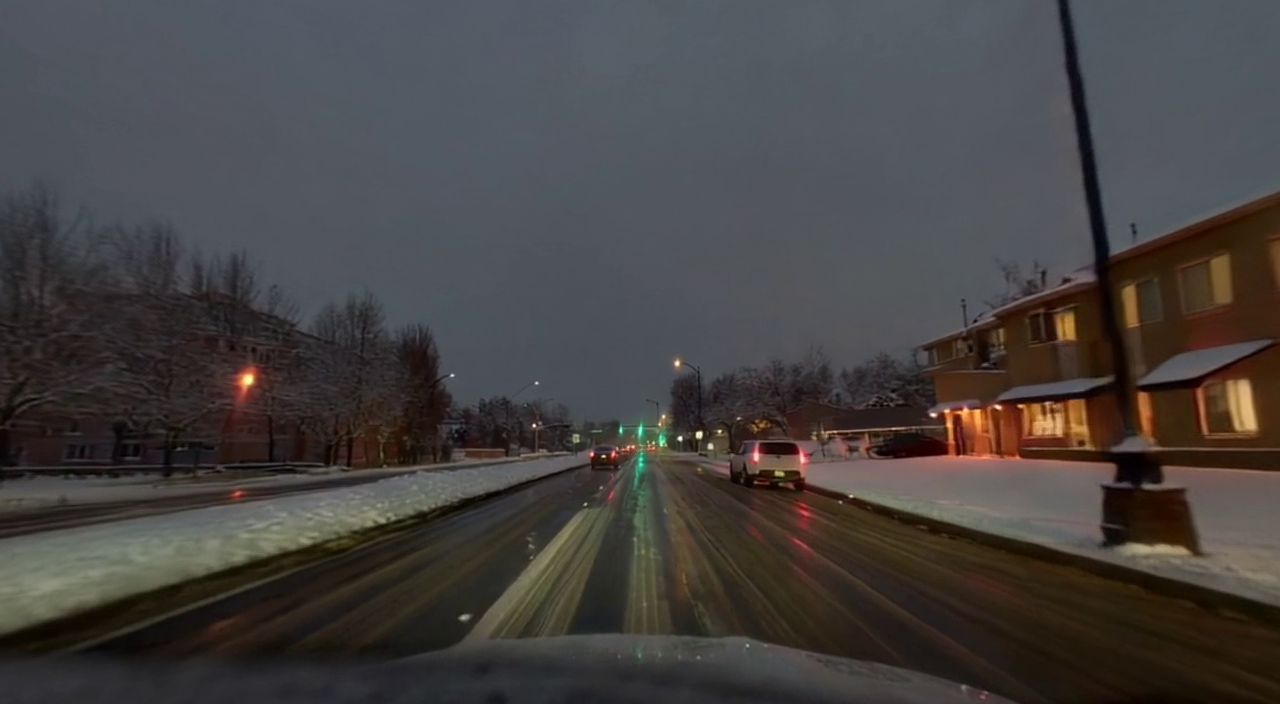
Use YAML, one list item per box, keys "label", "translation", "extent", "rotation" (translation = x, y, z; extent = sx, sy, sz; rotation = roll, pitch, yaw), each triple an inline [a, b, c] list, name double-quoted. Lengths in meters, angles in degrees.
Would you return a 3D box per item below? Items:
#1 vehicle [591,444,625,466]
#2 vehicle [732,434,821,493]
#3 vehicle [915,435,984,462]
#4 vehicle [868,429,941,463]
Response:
- label: "vehicle"
  translation: [-2.309, 7.521, 46.168]
  extent: [2.176, 1.543, 4.335]
  rotation: [0, -8, 1]
- label: "vehicle"
  translation: [4.484, 3.736, 21.502]
  extent: [2.067, 1.755, 4.616]
  rotation: [0, -8, 1]
- label: "vehicle"
  translation: [17.782, 5.560, 36.448]
  extent: [1.953, 1.488, 4.129]
  rotation: [0, -8, 1]
- label: "vehicle"
  translation: [15.022, 5.398, 36.150]
  extent: [2.202, 1.822, 4.978]
  rotation: [-1, -8, 3]
